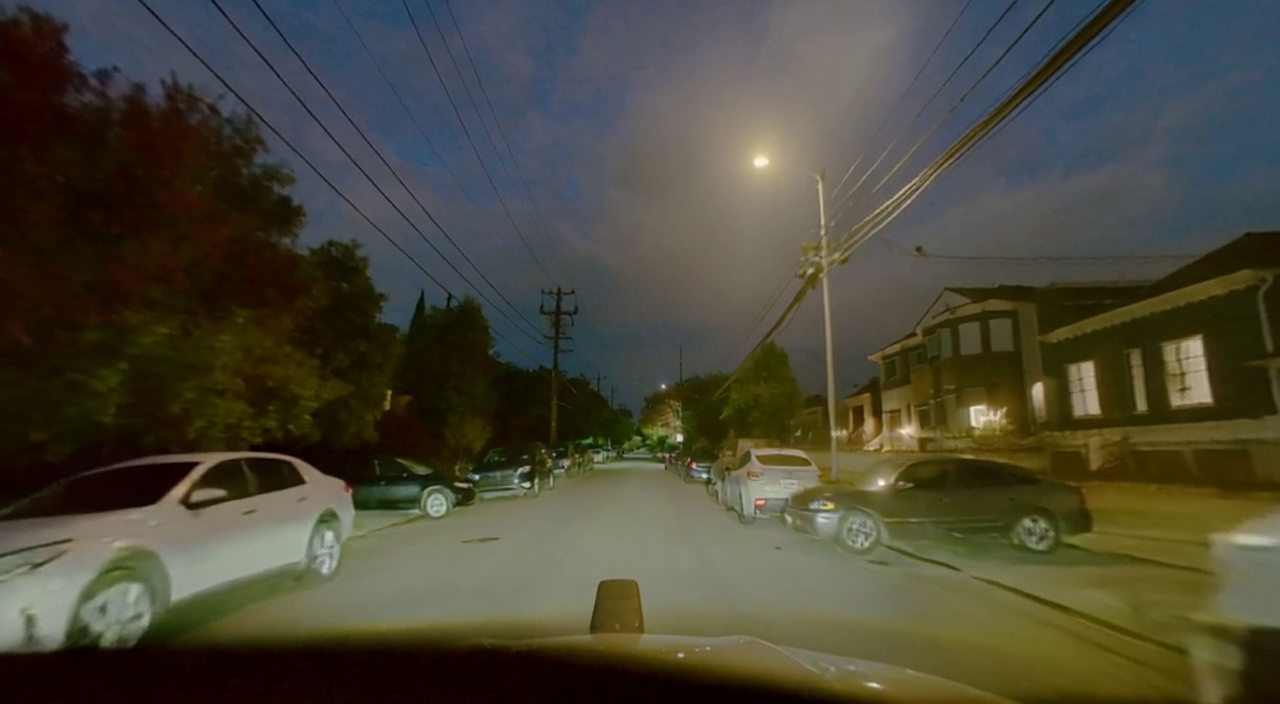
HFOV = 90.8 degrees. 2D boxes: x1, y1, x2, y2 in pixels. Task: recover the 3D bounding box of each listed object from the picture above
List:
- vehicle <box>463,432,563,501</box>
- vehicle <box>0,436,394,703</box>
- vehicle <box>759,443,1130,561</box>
[{"bbox_3d":[-4.031,3.720,21.063,2.280,1.953,5.092,0,-8,0],"label":"vehicle"},{"bbox_3d":[-4.163,1.576,5.719,1.988,1.541,4.686,0,-8,0],"label":"vehicle"},{"bbox_3d":[4.212,2.104,9.301,4.471,1.493,1.886,0,-8,-2],"label":"vehicle"}]
